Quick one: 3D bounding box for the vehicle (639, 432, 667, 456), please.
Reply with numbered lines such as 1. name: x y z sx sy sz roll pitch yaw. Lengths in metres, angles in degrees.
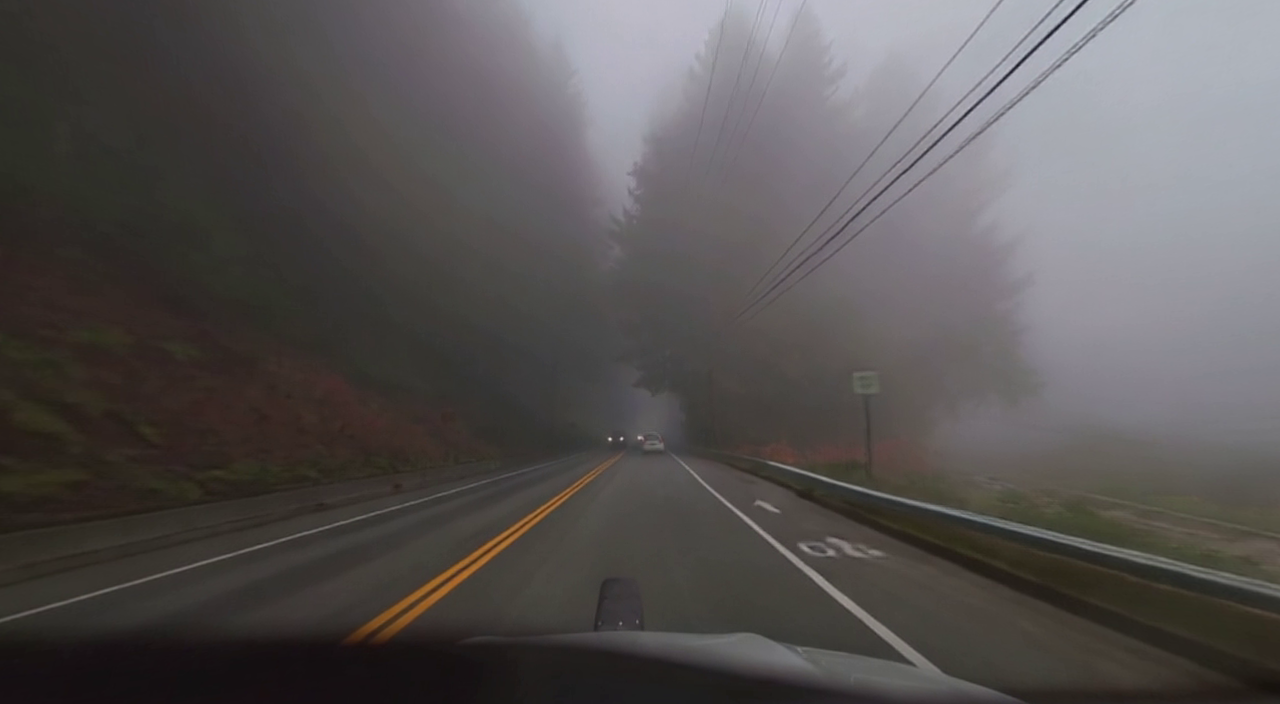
1. vehicle: 1.057 7.142 49.012 2.083 1.767 4.448 0 -8 2
